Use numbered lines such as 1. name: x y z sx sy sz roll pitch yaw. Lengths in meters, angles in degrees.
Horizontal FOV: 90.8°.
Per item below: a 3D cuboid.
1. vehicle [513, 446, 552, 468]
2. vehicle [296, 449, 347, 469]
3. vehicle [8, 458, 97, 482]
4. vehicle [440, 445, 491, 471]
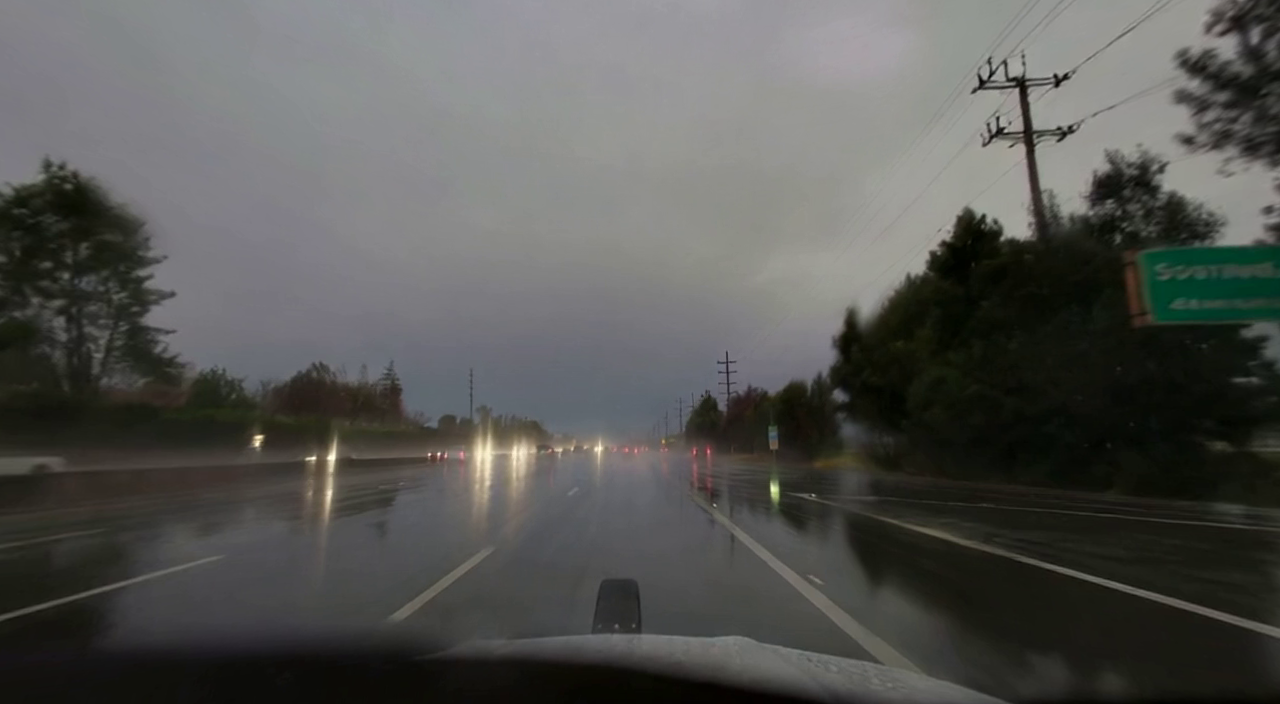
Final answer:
1. vehicle: -7.439 7.285 44.175 1.954 1.432 4.183 0 -9 0
2. vehicle: -24.836 8.326 49.355 1.872 1.429 4.032 0 -9 0
3. vehicle: -38.337 7.676 41.356 1.740 1.416 4.270 0 -8 -1
4. vehicle: -10.630 6.494 38.812 1.887 1.473 4.352 0 -9 0
